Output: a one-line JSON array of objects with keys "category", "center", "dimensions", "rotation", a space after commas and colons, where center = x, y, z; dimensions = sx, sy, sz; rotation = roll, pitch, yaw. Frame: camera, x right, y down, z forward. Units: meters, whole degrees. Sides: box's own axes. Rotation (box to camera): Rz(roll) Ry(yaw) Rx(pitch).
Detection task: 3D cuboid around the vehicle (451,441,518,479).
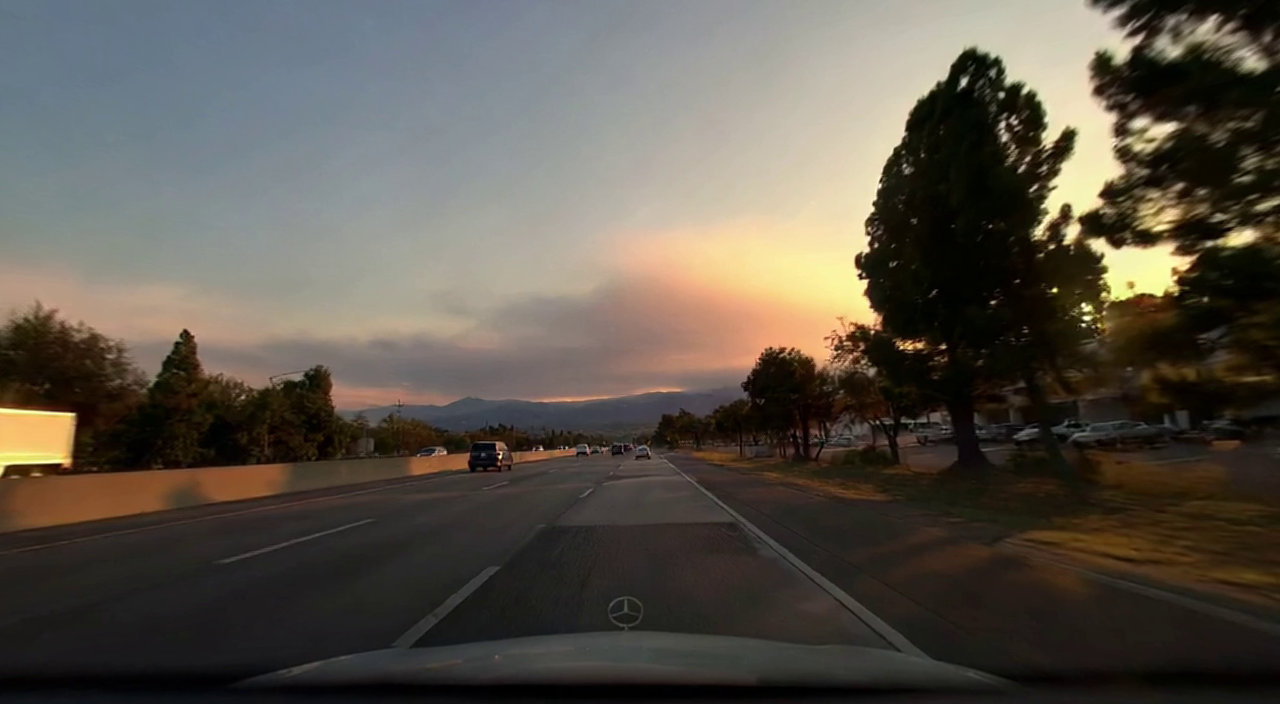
[{"category": "vehicle", "center": [-7.361, 5.128, 30.287], "dimensions": [2.021, 1.699, 4.324], "rotation": [0, -8, 1]}]
